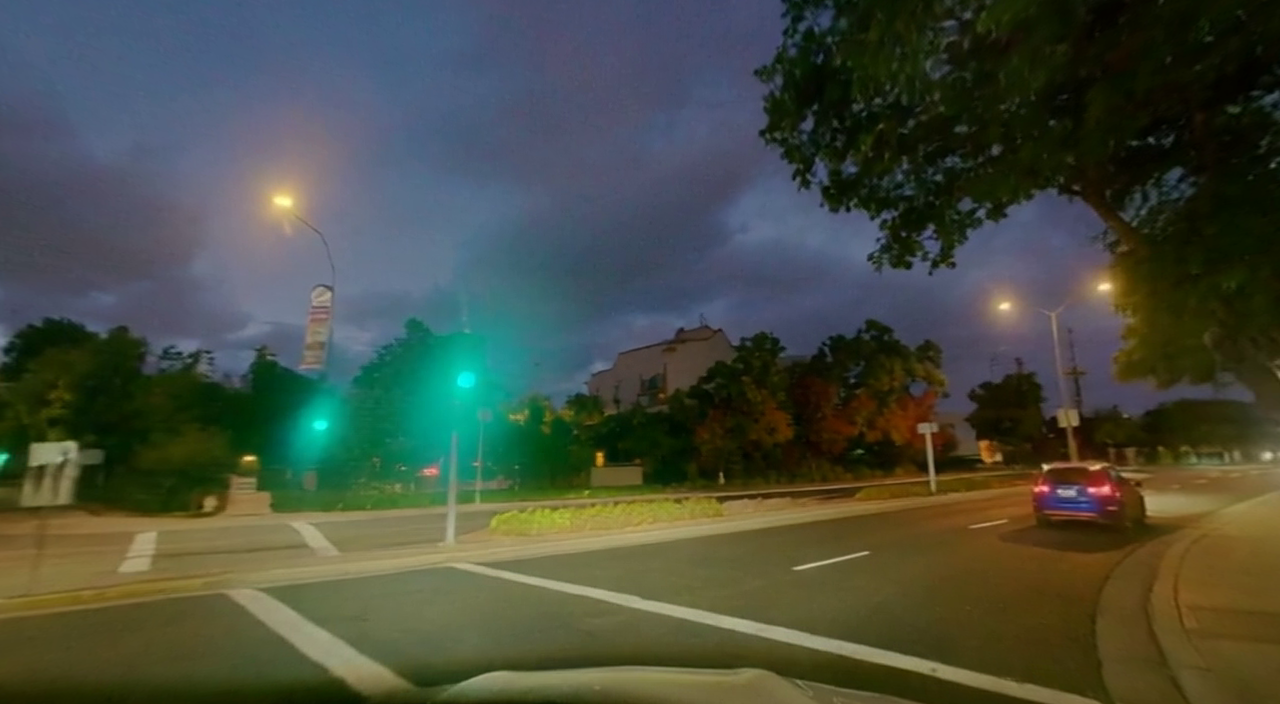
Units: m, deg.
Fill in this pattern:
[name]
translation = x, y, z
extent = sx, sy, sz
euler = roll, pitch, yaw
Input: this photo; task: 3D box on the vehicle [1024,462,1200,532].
[vehicle]
translation = 10.647, 3.111, 14.036
extent = 5.282, 1.250, 1.972
euler = 9, -14, -41
